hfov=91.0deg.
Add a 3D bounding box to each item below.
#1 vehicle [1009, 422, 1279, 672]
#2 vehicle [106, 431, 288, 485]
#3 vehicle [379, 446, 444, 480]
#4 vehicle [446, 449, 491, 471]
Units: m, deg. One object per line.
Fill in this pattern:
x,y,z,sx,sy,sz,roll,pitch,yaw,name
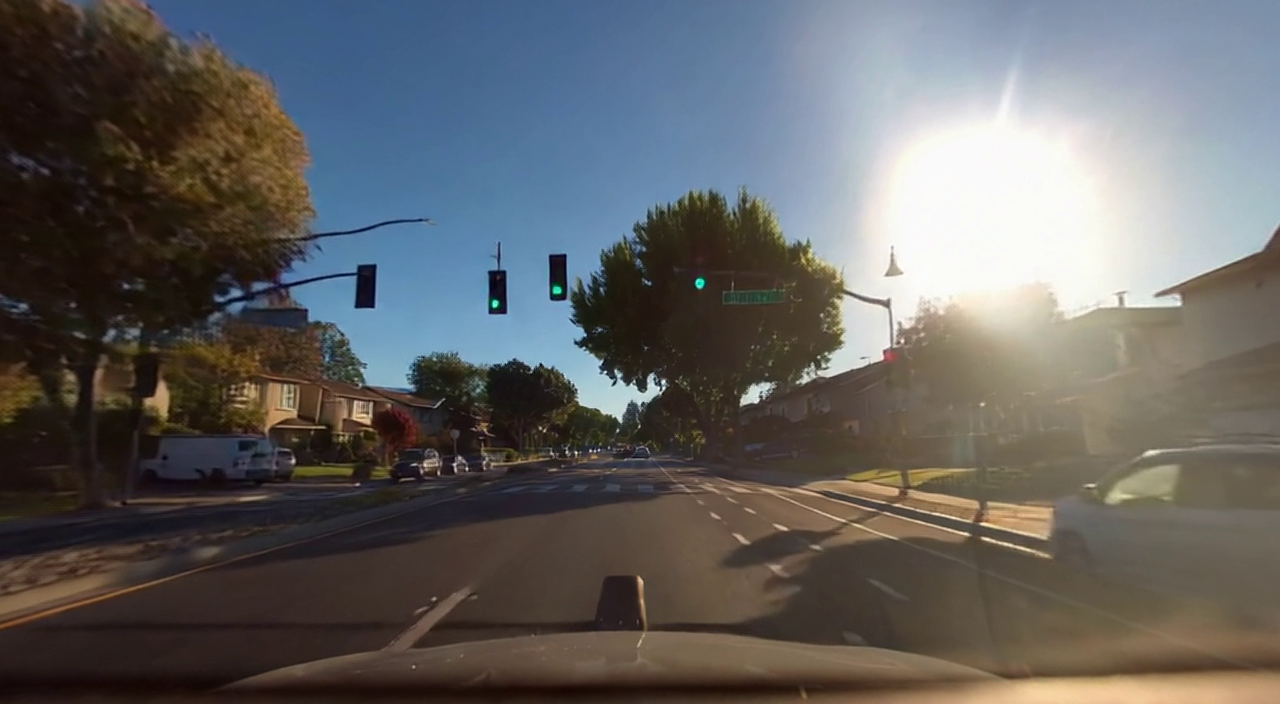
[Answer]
5.237,1.416,4.954,1.979,1.637,4.321,0,-9,0,vehicle
-17.933,4.347,25.697,5.656,1.999,2.307,-1,-10,2,vehicle
-12.120,5.917,33.711,1.932,1.673,4.314,-1,-10,-1,vehicle
-12.145,7.709,44.956,1.888,1.477,4.629,-1,-10,0,vehicle
